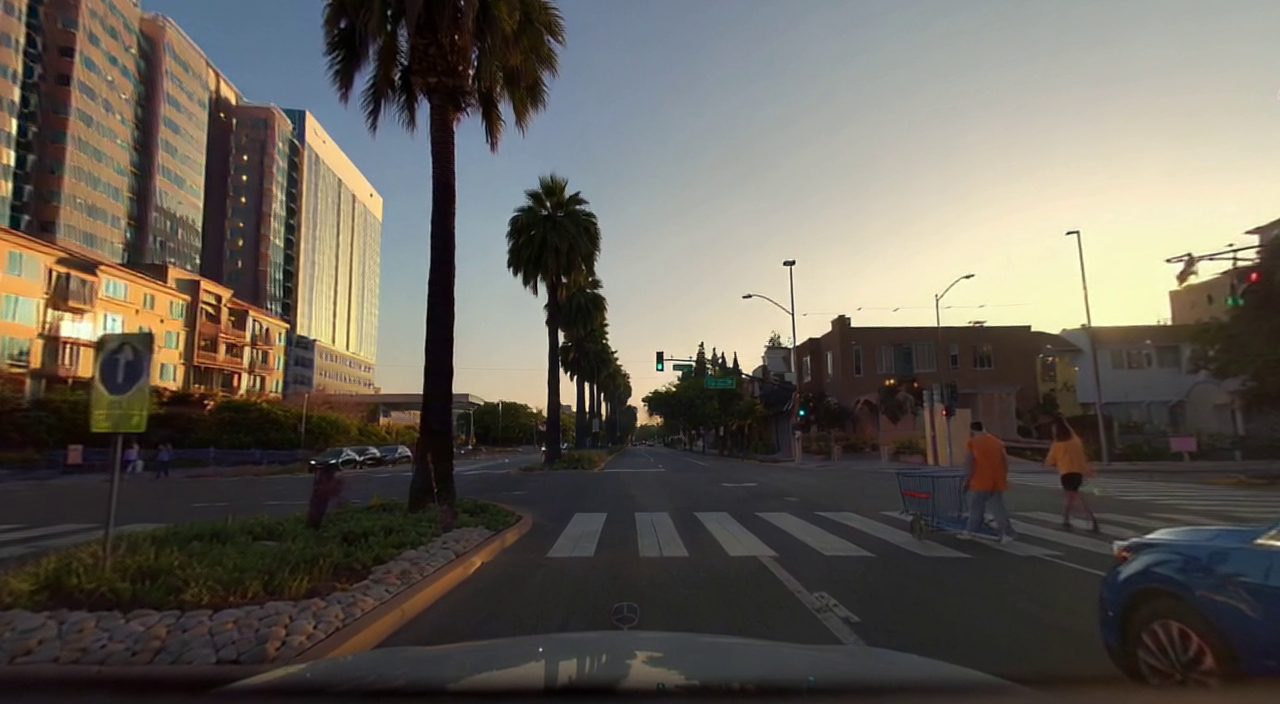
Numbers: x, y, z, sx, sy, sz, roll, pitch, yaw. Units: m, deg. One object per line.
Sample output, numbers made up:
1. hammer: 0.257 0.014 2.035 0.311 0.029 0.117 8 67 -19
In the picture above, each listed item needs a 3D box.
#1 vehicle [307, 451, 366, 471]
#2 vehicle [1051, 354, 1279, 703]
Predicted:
1. vehicle: -23.645 8.474 49.415 1.955 1.480 5.163 0 -9 1
2. vehicle: 3.325 0.691 1.331 2.060 1.631 4.169 0 -9 0
